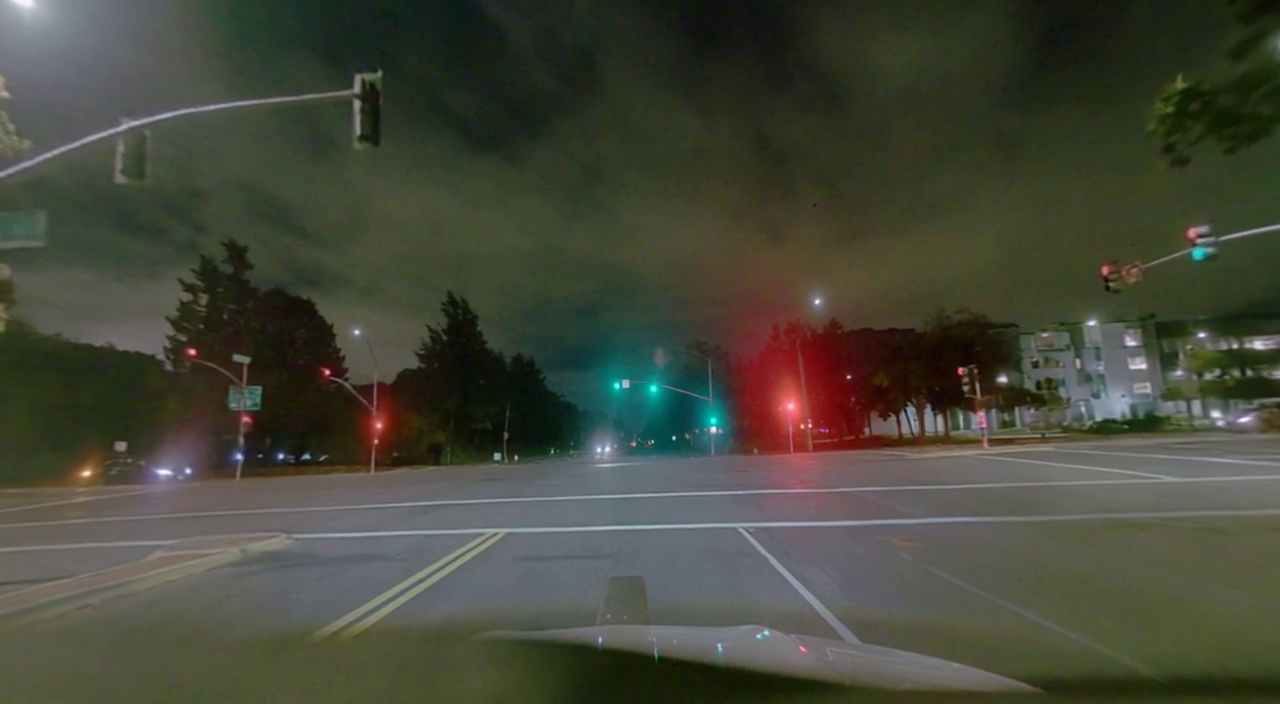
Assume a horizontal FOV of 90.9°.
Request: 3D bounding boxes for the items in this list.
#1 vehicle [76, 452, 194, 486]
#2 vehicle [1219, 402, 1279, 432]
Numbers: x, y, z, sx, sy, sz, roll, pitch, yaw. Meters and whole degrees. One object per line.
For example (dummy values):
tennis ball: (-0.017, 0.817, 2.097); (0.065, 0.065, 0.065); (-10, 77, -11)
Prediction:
vehicle: (-25.156, 5.827, 31.496); (4.332, 1.573, 1.900); (0, -8, 3)
vehicle: (37.714, 3.899, 37.474); (4.483, 1.691, 1.949); (0, -8, 1)
